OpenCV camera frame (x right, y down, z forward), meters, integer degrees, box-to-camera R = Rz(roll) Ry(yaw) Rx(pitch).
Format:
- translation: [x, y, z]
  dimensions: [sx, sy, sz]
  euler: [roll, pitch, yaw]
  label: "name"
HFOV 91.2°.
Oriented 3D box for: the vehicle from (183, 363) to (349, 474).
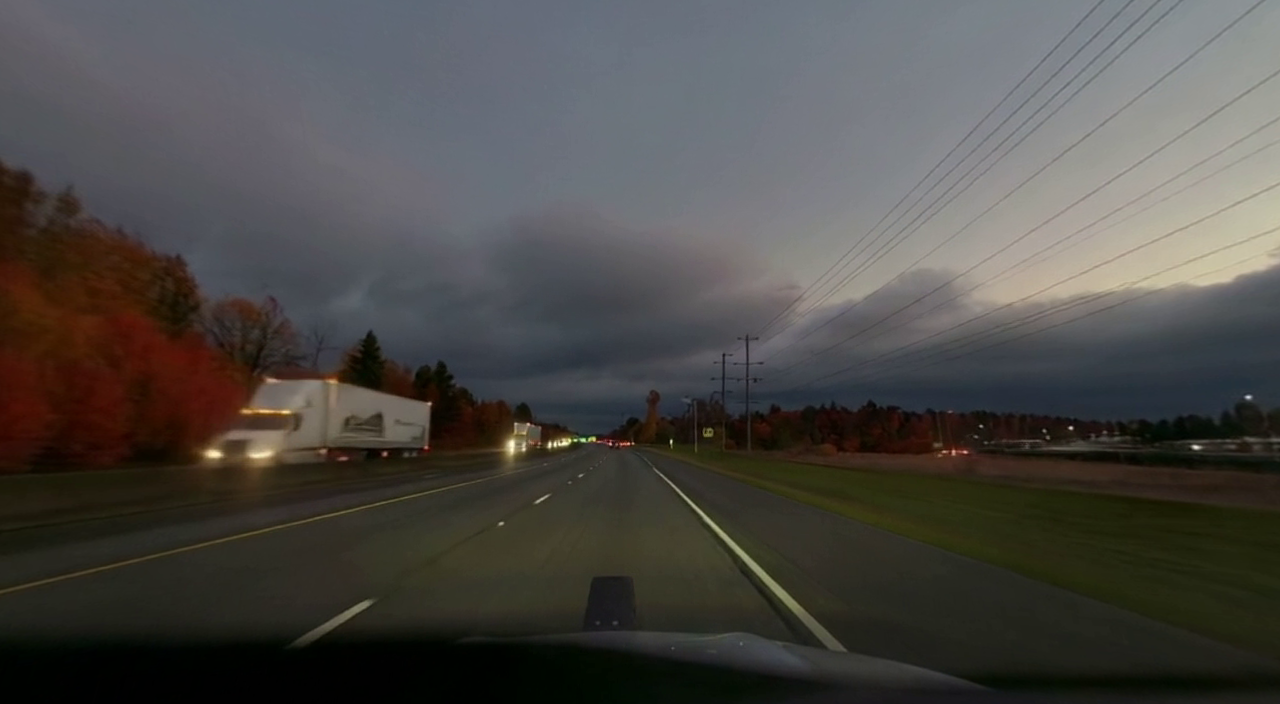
- translation: [-15.385, 2.932, 26.499]
  dimensions: [3.088, 4.148, 6.103]
  euler: [0, -9, -1]
  label: "vehicle"
